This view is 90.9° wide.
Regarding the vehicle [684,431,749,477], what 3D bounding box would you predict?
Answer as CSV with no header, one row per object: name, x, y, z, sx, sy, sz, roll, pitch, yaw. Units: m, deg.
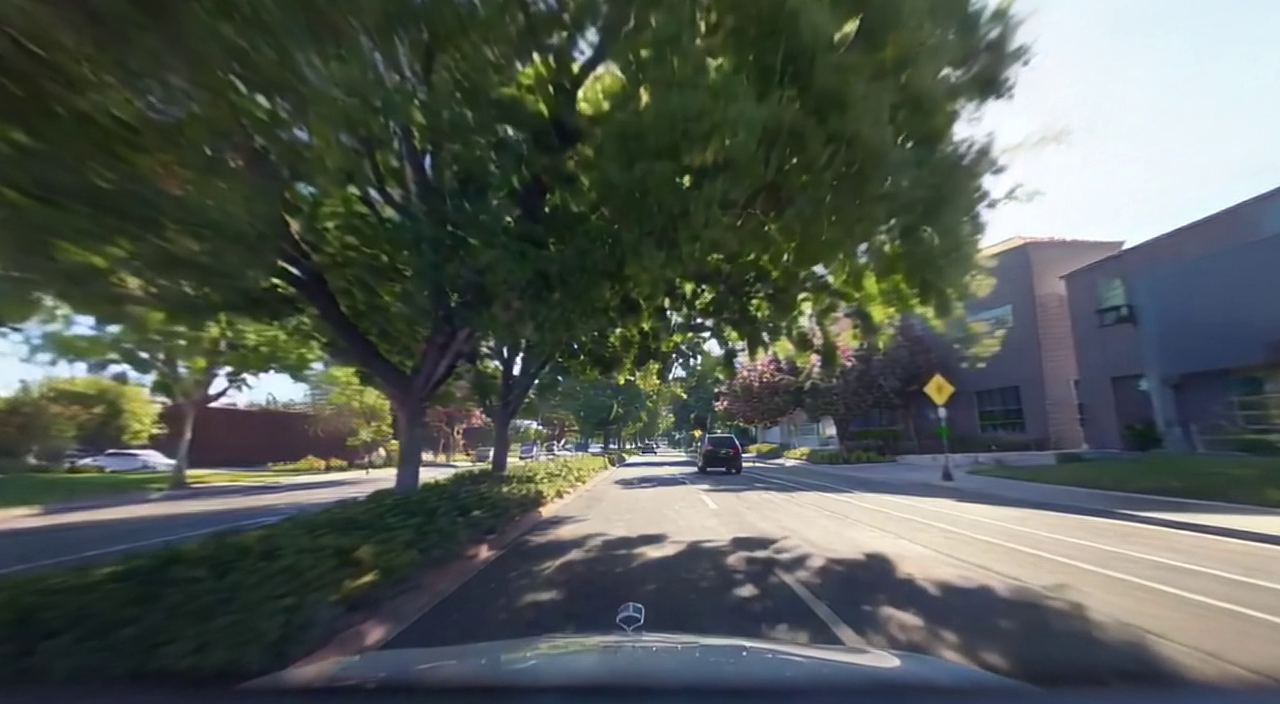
vehicle,3.136,4.272,26.710,2.143,1.759,4.378,0,-8,-1

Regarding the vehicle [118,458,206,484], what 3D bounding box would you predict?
vehicle,-30.806,7.653,40.821,1.875,1.477,4.858,-1,-8,1
